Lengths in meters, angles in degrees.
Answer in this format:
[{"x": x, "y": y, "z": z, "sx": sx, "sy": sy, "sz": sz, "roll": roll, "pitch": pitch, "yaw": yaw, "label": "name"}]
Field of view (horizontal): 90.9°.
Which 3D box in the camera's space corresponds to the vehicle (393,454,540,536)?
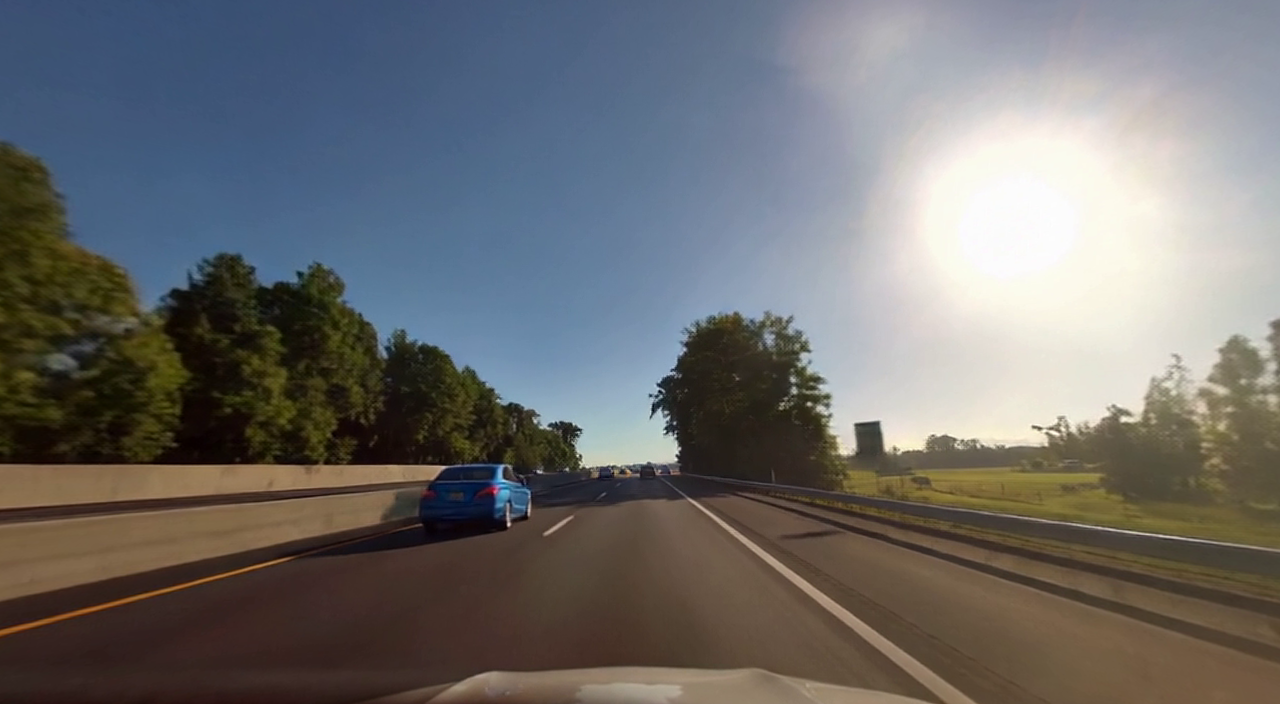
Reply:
[{"x": -3.698, "y": 3.159, "z": 14.358, "sx": 2.047, "sy": 1.523, "sz": 4.279, "roll": 1, "pitch": -11, "yaw": 1, "label": "vehicle"}]
